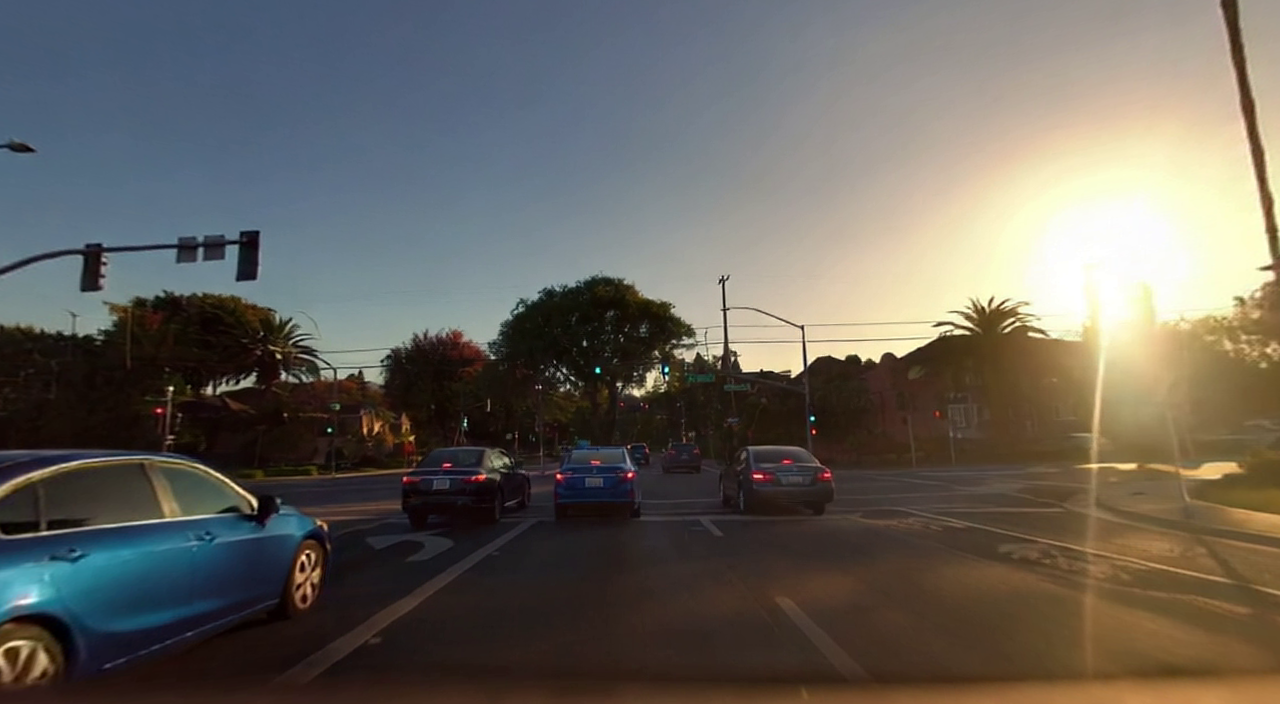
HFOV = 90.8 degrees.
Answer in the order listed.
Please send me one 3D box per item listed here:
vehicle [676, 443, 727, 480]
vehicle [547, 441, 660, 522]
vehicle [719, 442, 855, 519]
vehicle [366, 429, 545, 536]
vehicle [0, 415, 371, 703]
[{"bbox_3d":[2.892,5.244,30.546,1.956,1.615,4.205,0,-9,-1],"label":"vehicle"},{"bbox_3d":[-0.671,2.713,13.789,2.104,1.500,3.815,0,-9,1],"label":"vehicle"},{"bbox_3d":[3.125,2.825,14.459,2.014,1.464,4.312,0,-9,-1],"label":"vehicle"},{"bbox_3d":[-3.317,2.448,12.506,2.024,1.701,4.572,0,-9,2],"label":"vehicle"},{"bbox_3d":[-3.660,1.193,3.826,2.058,1.474,4.473,0,-9,0],"label":"vehicle"}]
